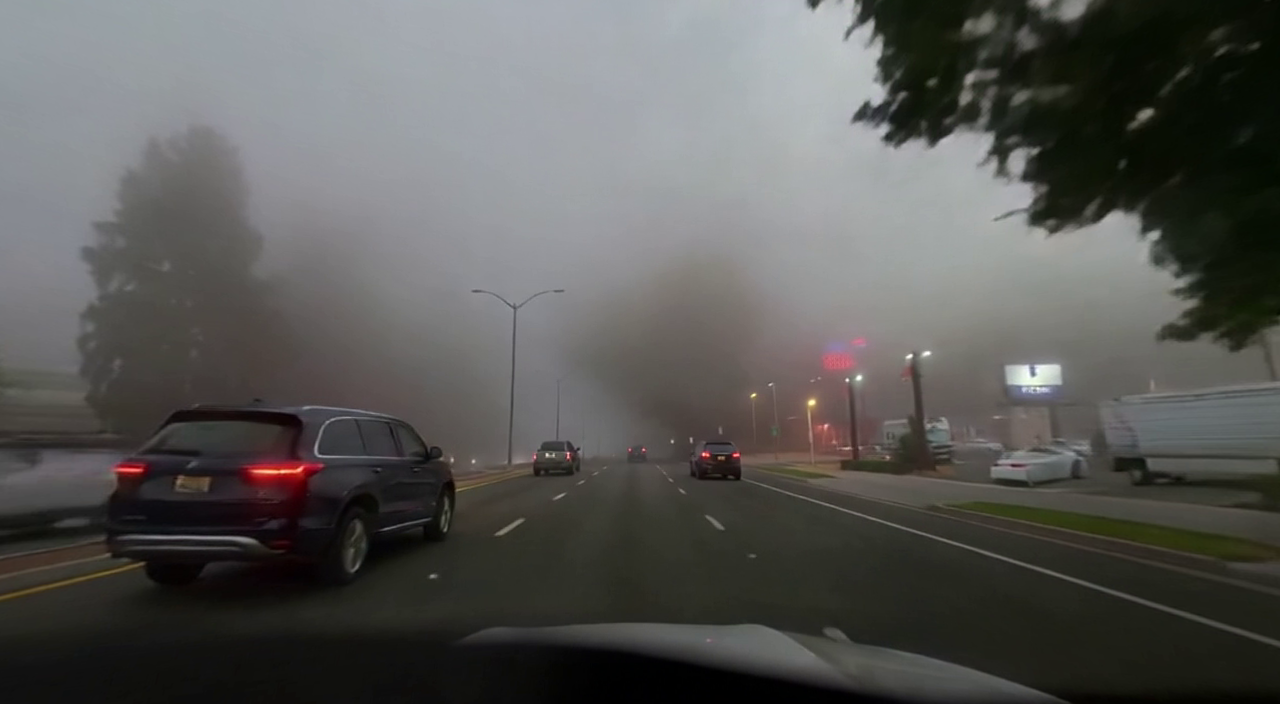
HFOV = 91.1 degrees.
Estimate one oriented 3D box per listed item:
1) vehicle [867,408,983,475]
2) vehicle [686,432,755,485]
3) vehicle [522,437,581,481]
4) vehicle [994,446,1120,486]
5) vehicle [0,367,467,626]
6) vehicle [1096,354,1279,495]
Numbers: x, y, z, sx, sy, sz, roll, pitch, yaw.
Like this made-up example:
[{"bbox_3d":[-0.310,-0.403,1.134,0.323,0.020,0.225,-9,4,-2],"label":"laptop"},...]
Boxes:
[{"bbox_3d":[15.704,5.103,35.467,2.642,3.252,8.515,0,-9,1],"label":"vehicle"},{"bbox_3d":[3.082,4.193,24.950,2.024,1.921,4.431,0,-9,-2],"label":"vehicle"},{"bbox_3d":[-3.829,4.723,27.927,2.014,1.775,4.404,0,-9,0],"label":"vehicle"},{"bbox_3d":[16.669,4.502,25.069,4.701,1.470,1.985,4,-10,-27],"label":"vehicle"},{"bbox_3d":[-3.769,1.432,7.168,2.210,1.925,4.838,0,-9,0],"label":"vehicle"},{"bbox_3d":[15.758,1.988,15.791,2.919,3.125,7.218,2,-11,-1],"label":"vehicle"}]
